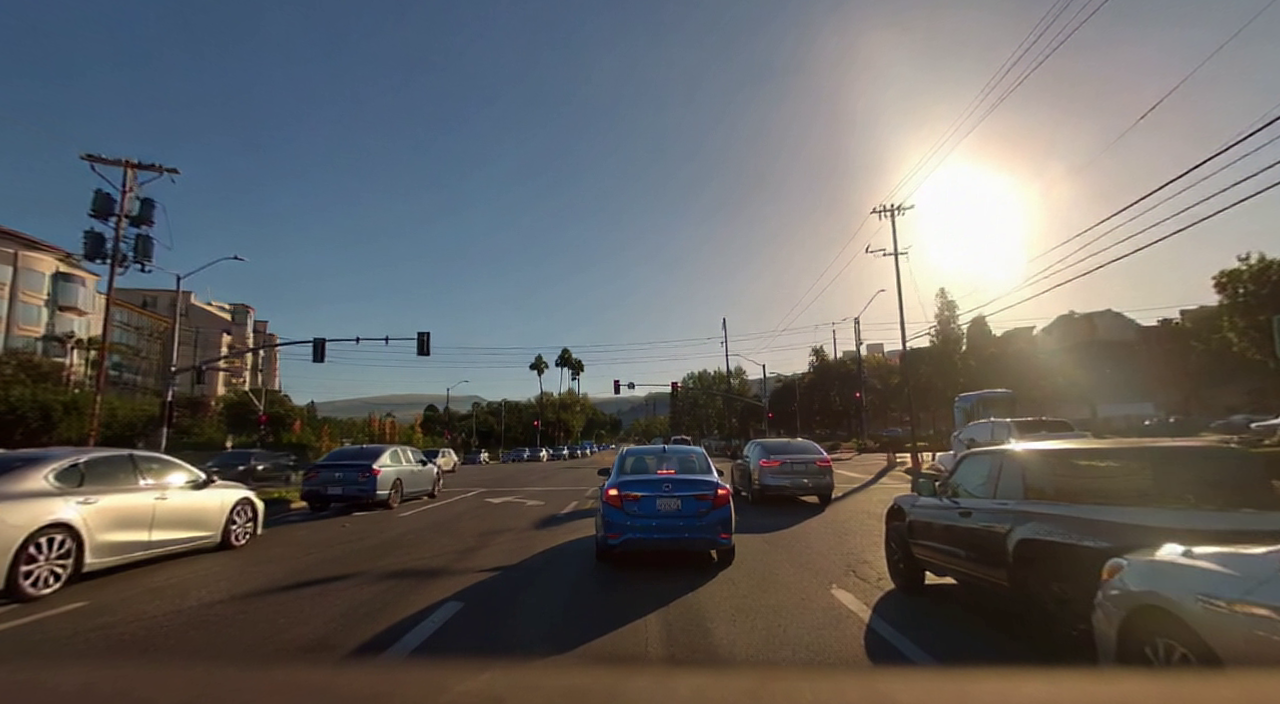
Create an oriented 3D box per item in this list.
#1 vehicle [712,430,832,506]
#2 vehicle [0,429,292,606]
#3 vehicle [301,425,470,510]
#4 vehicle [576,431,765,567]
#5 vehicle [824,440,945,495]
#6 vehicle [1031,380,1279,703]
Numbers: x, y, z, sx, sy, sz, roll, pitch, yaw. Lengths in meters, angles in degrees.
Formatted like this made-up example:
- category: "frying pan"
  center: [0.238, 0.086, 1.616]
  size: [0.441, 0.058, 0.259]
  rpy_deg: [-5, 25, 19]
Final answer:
- category: "vehicle"
  center: [3.236, 2.935, 16.433]
  size: [2.042, 1.676, 4.364]
  rpy_deg: [0, -8, -2]
- category: "vehicle"
  center: [-6.406, 1.710, 7.374]
  size: [1.955, 1.497, 4.639]
  rpy_deg: [-1, -8, 1]
- category: "vehicle"
  center: [-6.245, 2.883, 16.355]
  size: [2.070, 1.824, 5.196]
  rpy_deg: [-1, -8, 2]
- category: "vehicle"
  center: [0.323, 1.926, 9.072]
  size: [2.109, 1.483, 3.964]
  rpy_deg: [0, -8, 0]
- category: "vehicle"
  center: [7.266, 3.444, 19.305]
  size: [1.867, 1.459, 4.436]
  rpy_deg: [0, -8, -1]
- category: "vehicle"
  center: [3.084, 0.746, 1.343]
  size: [1.870, 1.523, 4.096]
  rpy_deg: [0, -8, 0]
